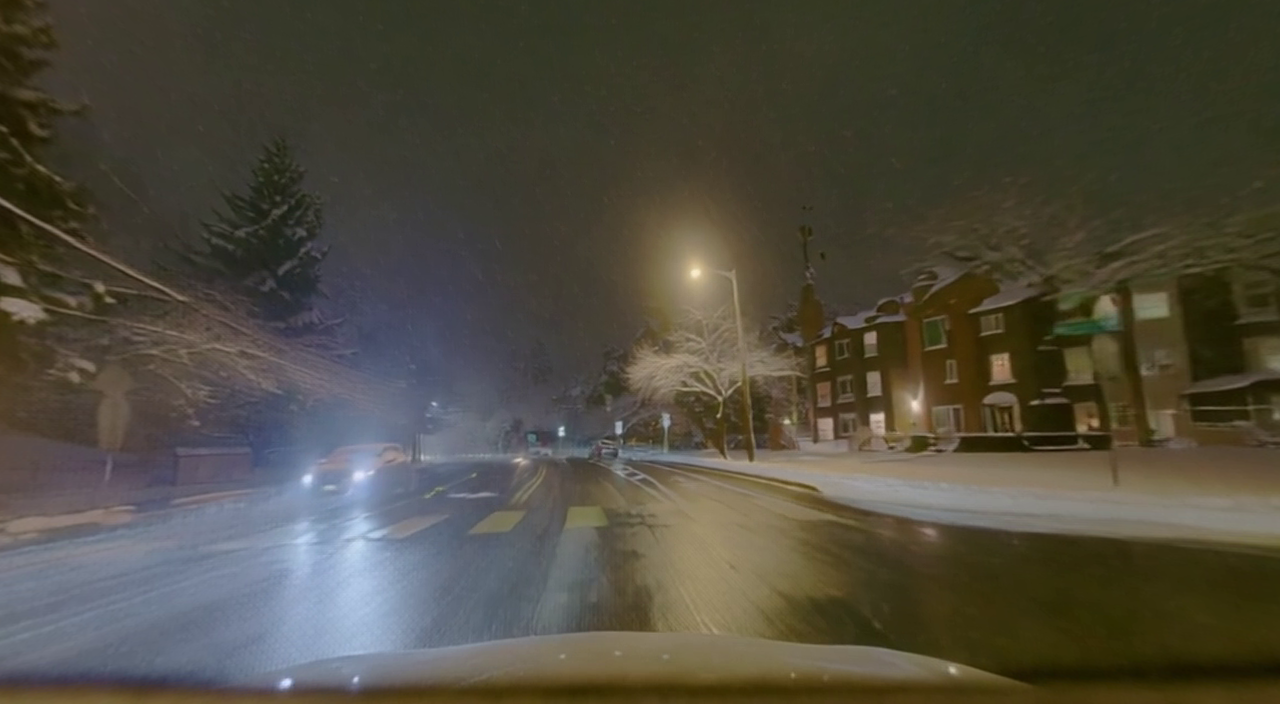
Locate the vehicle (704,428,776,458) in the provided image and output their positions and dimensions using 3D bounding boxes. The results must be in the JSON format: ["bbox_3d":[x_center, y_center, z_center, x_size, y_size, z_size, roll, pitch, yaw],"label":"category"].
[{"bbox_3d":[7.433,6.786,47.064,4.697,1.861,2.126,1,-12,-19],"label":"vehicle"}]

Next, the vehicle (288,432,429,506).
[{"bbox_3d":[-7.888,3.284,18.348,2.247,1.801,4.672,0,-8,-5],"label":"vehicle"}]
